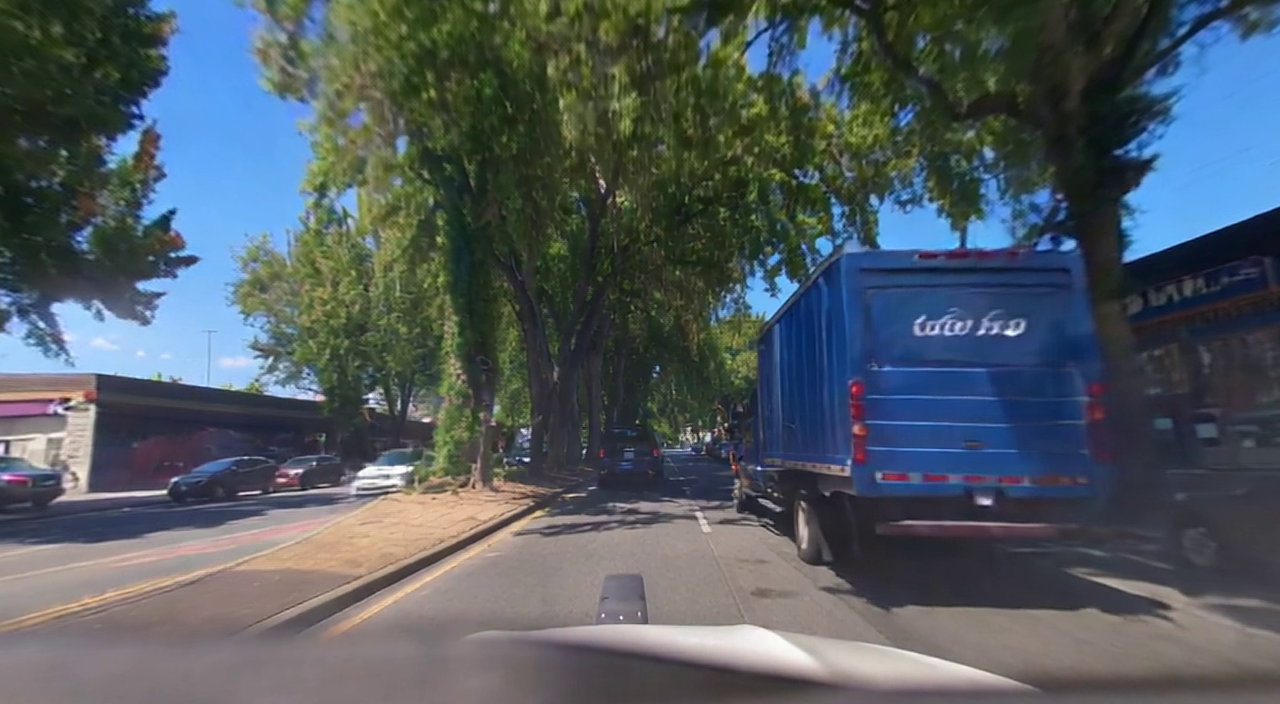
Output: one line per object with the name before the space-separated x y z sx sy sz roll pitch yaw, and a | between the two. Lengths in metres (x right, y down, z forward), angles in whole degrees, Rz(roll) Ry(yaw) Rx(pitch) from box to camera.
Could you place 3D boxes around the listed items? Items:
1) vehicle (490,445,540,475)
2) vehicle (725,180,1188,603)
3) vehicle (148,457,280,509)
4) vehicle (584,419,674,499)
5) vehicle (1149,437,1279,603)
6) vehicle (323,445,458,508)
vehicle | -7.353 6.386 37.652 1.937 1.641 4.575 0 -8 1
vehicle | 3.895 1.253 12.699 3.007 4.206 12.913 0 -9 2
vehicle | -15.695 4.796 23.625 1.841 1.567 4.413 -3 -8 1
vehicle | -0.153 3.100 18.685 2.293 2.036 4.853 -1 -8 3
vehicle | 6.850 1.461 5.219 1.929 1.522 4.158 -1 -8 3
vehicle | -6.913 3.461 18.126 2.056 1.534 4.645 0 -8 -1
